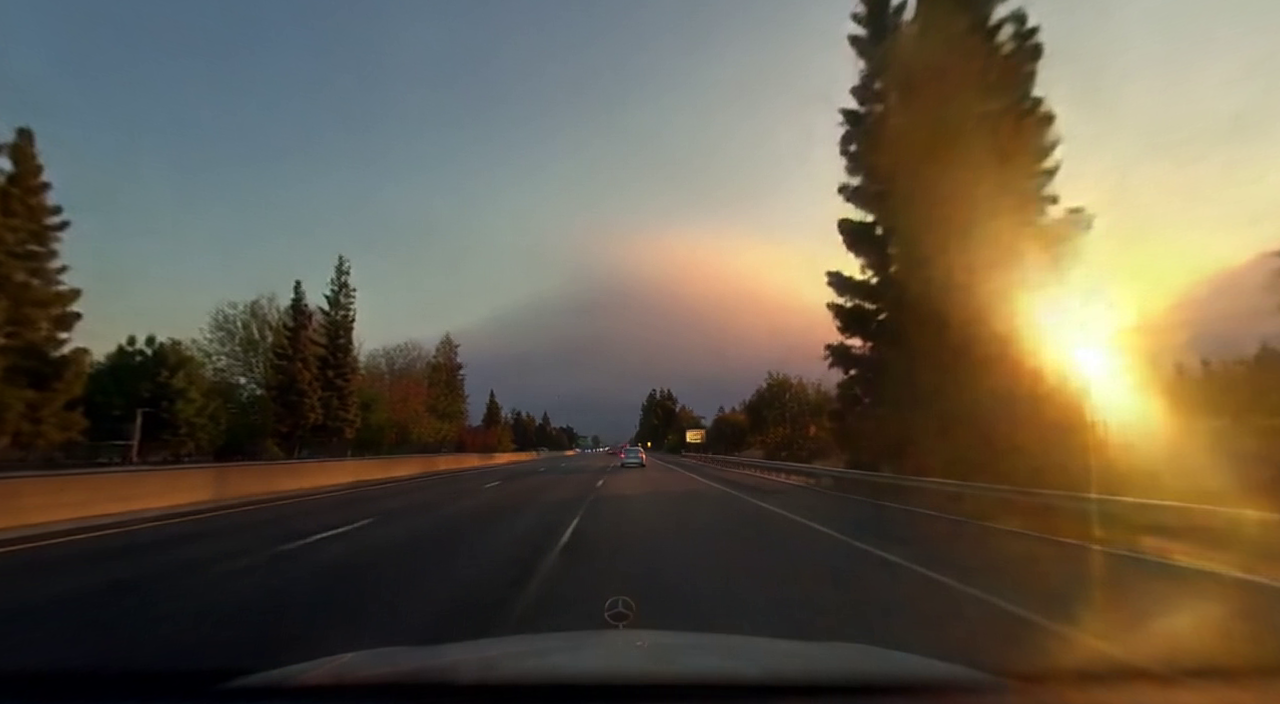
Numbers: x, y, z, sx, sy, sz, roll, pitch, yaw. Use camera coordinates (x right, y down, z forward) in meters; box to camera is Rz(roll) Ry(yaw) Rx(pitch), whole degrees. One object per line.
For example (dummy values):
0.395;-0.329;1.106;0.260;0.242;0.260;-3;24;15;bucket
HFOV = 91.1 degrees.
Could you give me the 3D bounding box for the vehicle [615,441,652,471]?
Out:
-0.415;6.308;38.308;2.120;1.715;4.153;0;-9;-1;vehicle
